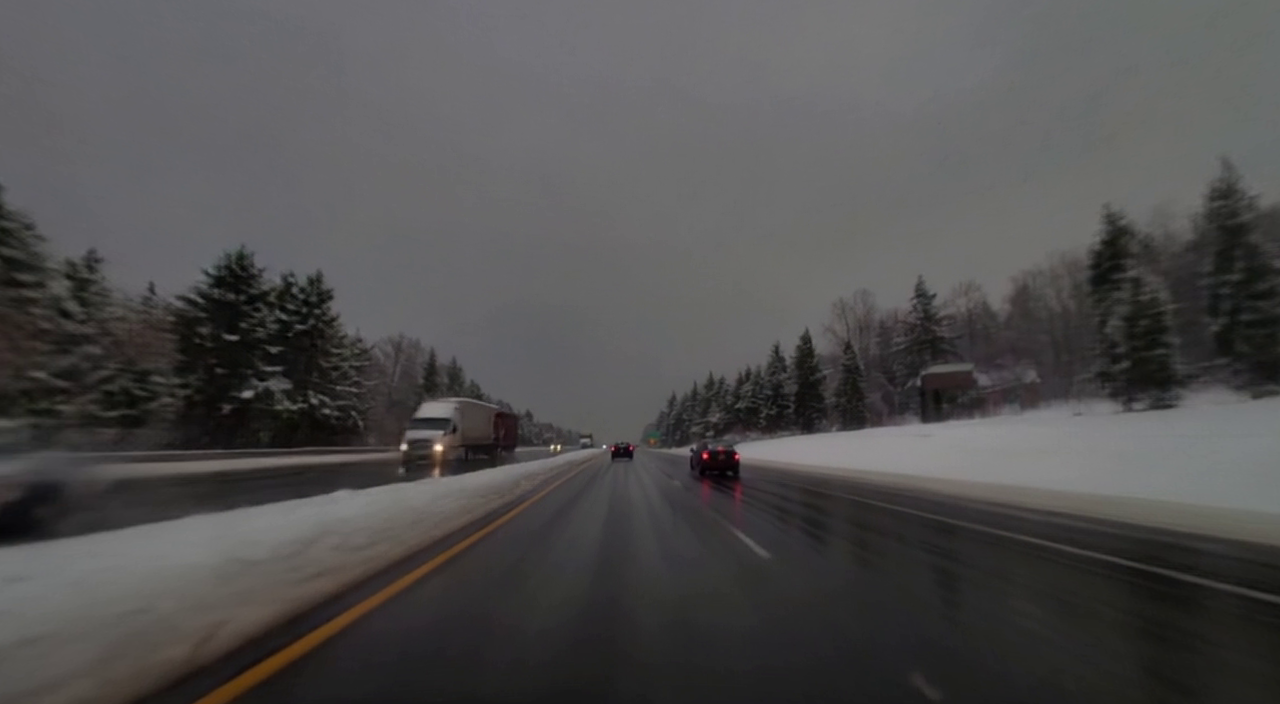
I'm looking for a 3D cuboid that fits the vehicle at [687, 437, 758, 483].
[{"bbox_3d":[2.986,3.971,23.544,2.146,1.546,3.796,-1,-8,0],"label":"vehicle"}]

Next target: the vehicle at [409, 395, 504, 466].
[{"bbox_3d":[-11.689,5.306,41.755,2.876,3.973,12.525,-1,-8,-2],"label":"vehicle"}]

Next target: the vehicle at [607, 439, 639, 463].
[{"bbox_3d":[-1.202,7.078,45.137,2.178,1.559,4.254,-1,-8,-2],"label":"vehicle"}]
